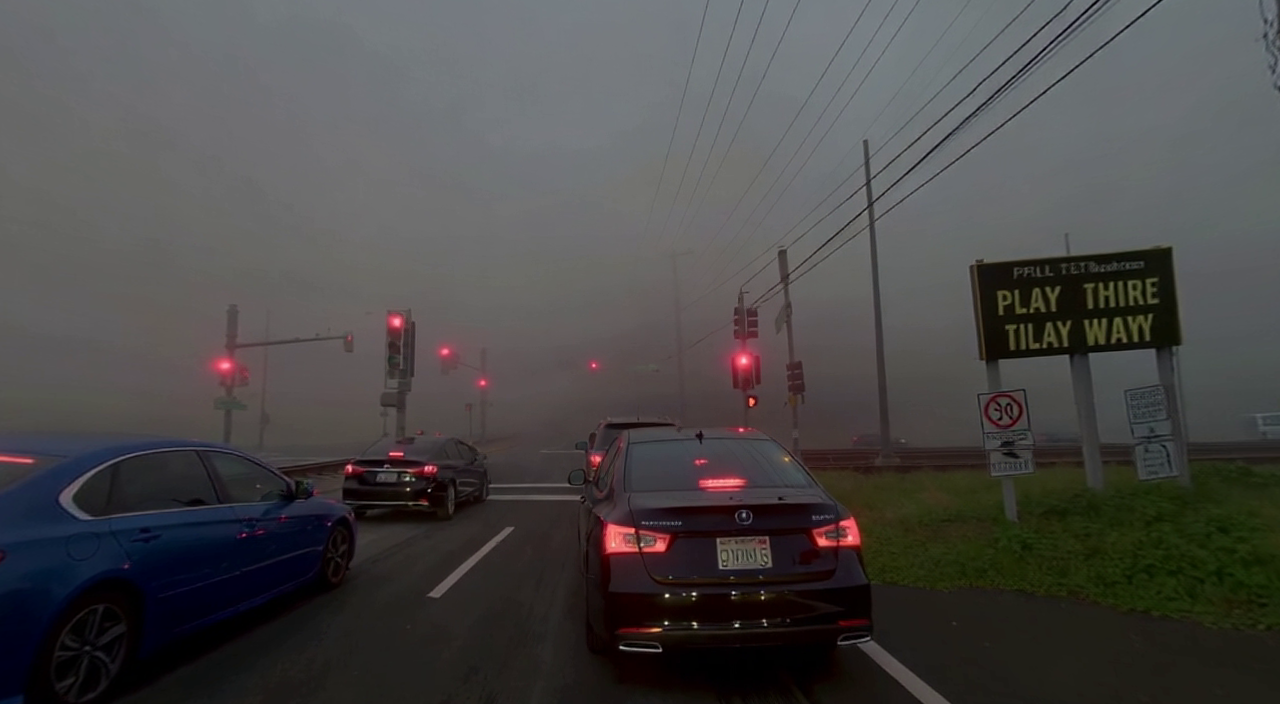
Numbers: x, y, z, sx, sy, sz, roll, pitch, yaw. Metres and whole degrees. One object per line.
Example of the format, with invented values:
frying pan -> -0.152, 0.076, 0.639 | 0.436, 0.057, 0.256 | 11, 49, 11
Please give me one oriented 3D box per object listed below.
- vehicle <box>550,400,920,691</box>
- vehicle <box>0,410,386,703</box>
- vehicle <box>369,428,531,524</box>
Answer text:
vehicle -> 0.404, 1.327, 5.441 | 1.998, 1.529, 3.960 | 1, -9, -3
vehicle -> -3.709, 1.252, 4.444 | 1.956, 1.468, 4.585 | 0, -9, 0
vehicle -> -3.356, 2.267, 12.072 | 1.984, 1.505, 4.047 | 0, -9, -2
